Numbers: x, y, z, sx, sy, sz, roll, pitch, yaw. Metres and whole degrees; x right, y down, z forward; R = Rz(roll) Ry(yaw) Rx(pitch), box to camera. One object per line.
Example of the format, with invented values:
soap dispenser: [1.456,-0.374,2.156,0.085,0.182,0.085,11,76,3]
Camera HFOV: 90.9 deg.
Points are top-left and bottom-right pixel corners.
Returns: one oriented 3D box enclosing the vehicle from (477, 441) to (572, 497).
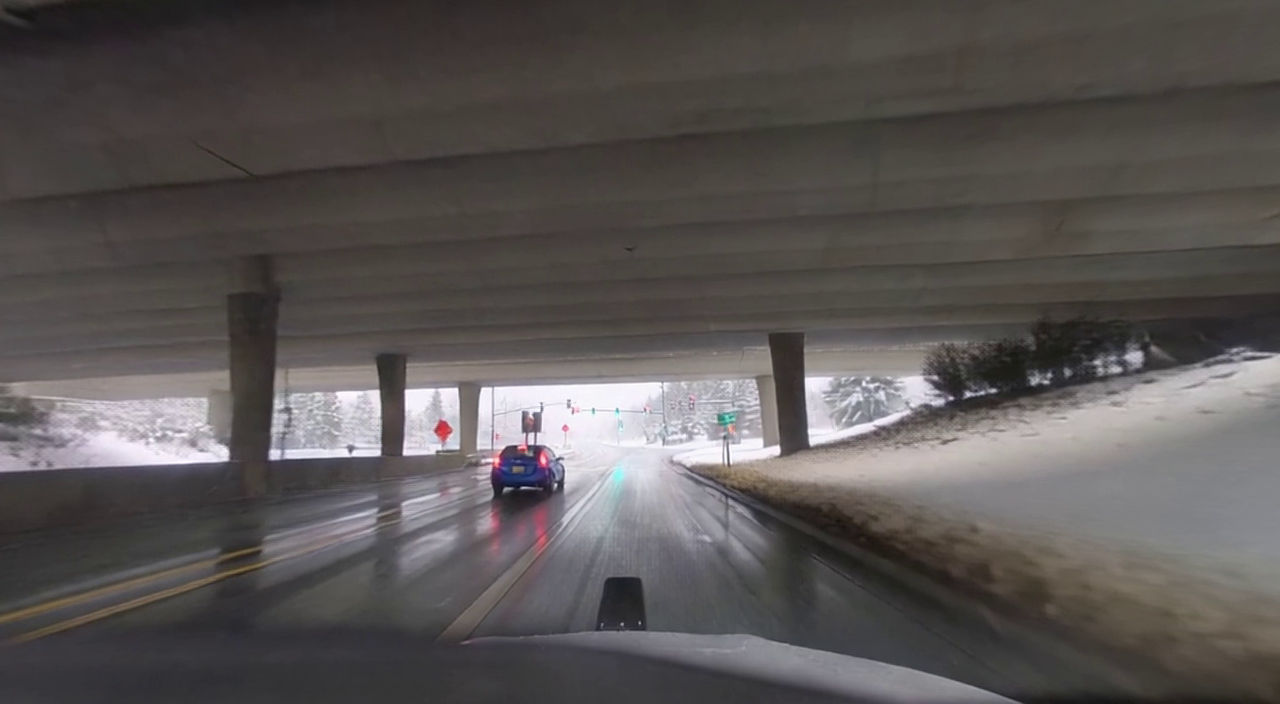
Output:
vehicle: [-3.307,3.467,19.029,1.963,1.460,4.614,0,-9,1]
